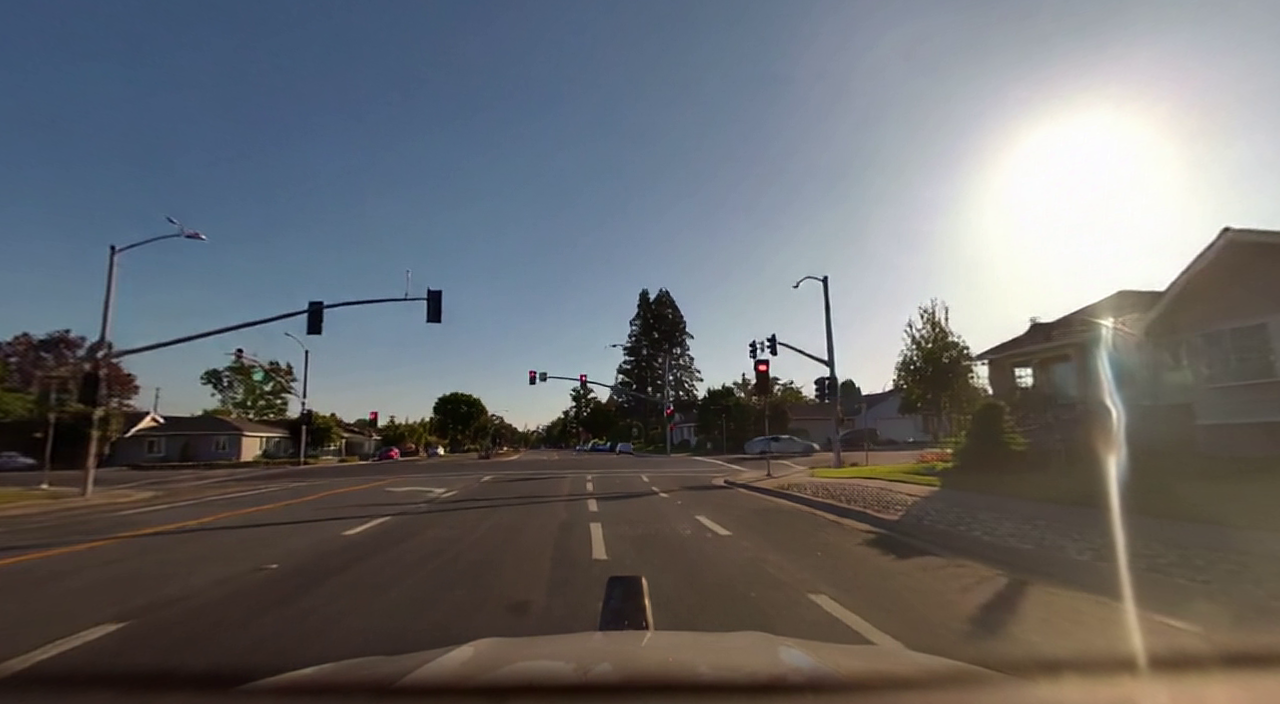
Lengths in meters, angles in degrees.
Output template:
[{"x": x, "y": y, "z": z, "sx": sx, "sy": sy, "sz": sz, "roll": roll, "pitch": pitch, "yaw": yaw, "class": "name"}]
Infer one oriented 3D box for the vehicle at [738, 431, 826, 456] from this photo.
[{"x": 8.447, "y": 5.482, "z": 37.669, "sx": 4.759, "sy": 1.461, "sz": 1.788, "roll": 1, "pitch": -8, "yaw": -4, "class": "vehicle"}]
